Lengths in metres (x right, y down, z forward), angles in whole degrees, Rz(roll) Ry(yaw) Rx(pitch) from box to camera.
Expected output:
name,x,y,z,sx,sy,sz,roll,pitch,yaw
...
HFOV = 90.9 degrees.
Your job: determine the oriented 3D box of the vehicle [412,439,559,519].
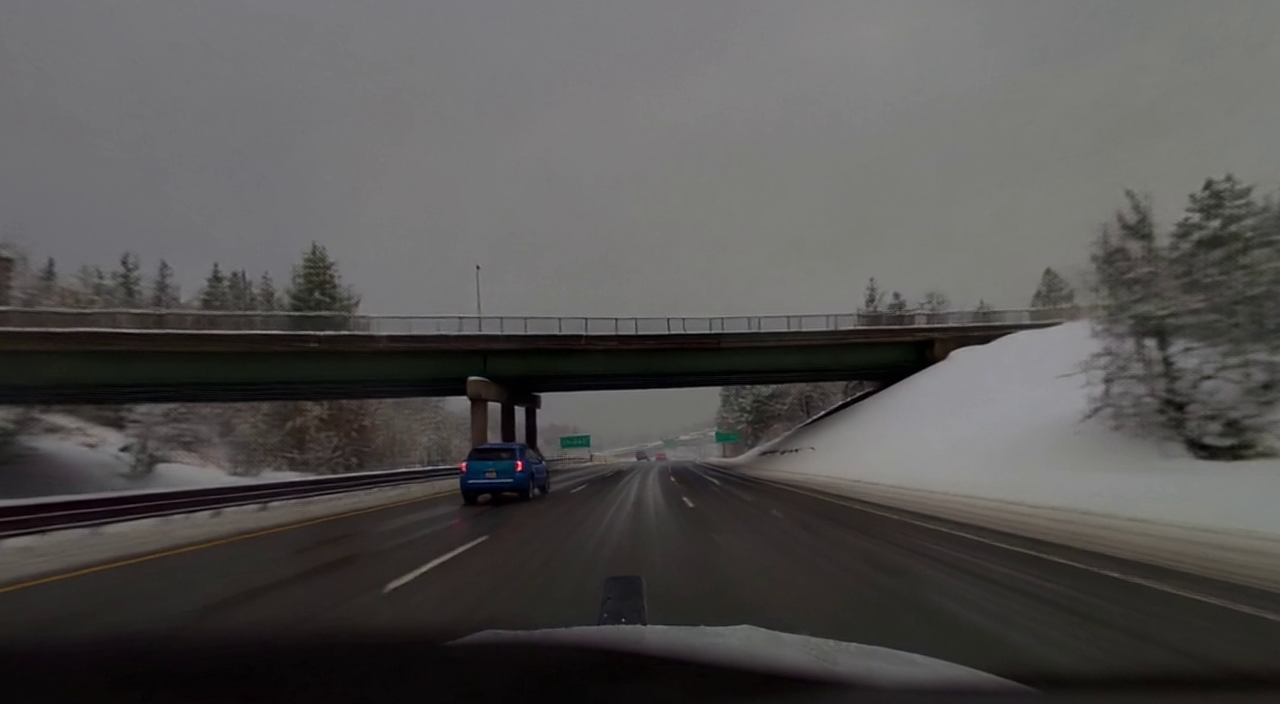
name,x,y,z,sx,sy,sz,roll,pitch,yaw
vehicle,-3.517,3.016,15.512,2.274,1.628,4.807,-1,-9,2
